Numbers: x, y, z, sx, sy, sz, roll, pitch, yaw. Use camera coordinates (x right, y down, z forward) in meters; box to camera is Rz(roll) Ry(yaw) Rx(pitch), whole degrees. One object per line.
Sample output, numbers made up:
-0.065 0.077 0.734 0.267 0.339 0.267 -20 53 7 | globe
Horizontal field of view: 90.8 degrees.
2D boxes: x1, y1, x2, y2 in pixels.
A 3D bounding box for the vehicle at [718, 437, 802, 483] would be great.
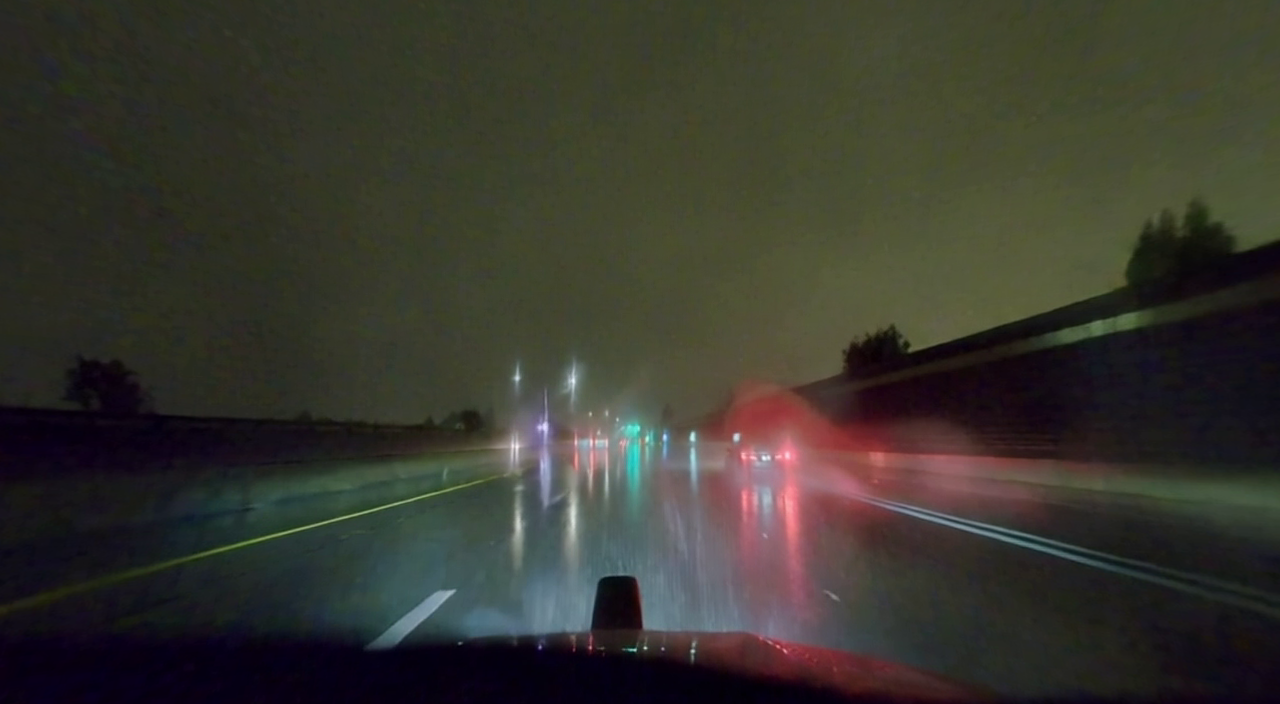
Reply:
4.194 3.872 22.849 2.060 1.485 4.274 0 -9 -2 | vehicle
